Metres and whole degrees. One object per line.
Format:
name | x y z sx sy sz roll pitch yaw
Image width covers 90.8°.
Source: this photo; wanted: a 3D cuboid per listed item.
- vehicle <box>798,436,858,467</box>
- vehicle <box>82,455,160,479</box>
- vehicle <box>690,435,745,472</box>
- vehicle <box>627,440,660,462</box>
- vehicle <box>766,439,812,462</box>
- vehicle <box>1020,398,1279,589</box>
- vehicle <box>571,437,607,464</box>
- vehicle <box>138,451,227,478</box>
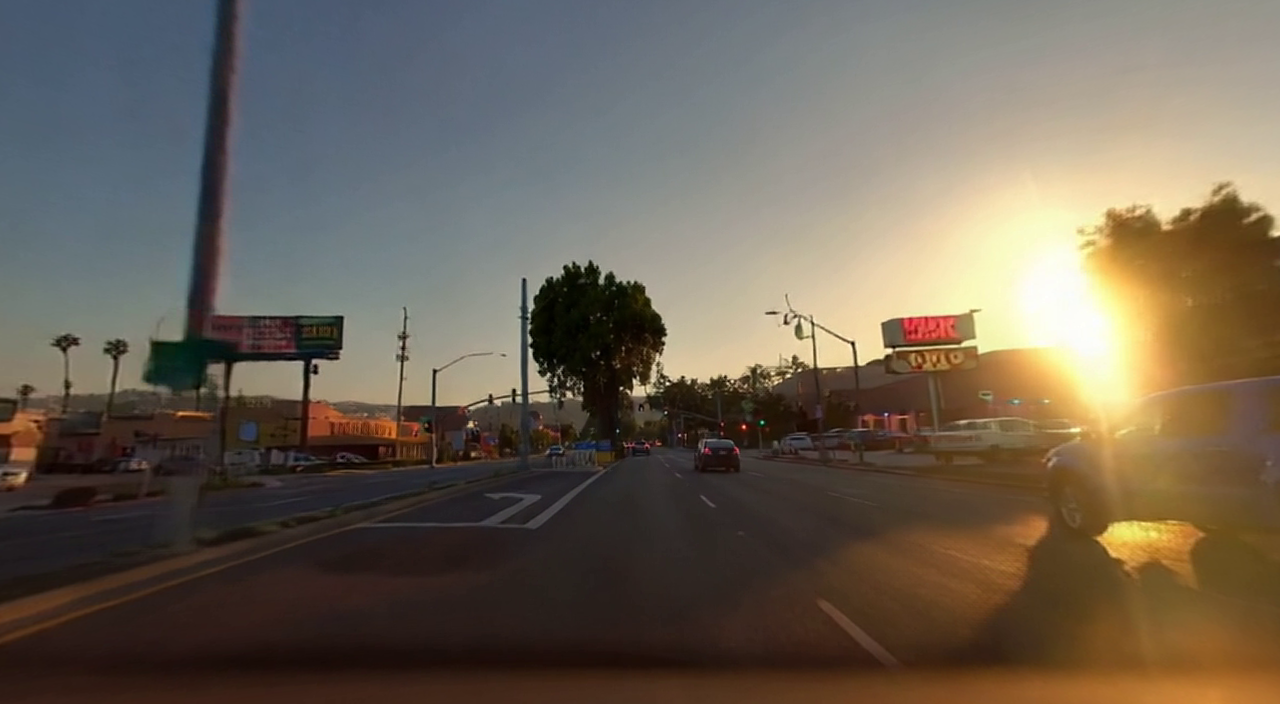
vehicle | 10.535 5.614 35.707 1.965 1.573 4.308 0 -9 -1
vehicle | -40.228 8.890 49.049 1.879 1.747 4.268 -8 -11 40
vehicle | 3.431 4.609 28.822 1.889 1.541 4.303 0 -9 -1
vehicle | 0.233 7.039 45.070 2.258 1.468 4.076 0 -9 0
vehicle | 10.510 6.984 45.011 1.957 1.500 4.816 0 -9 -2
vehicle | 6.520 1.329 6.274 2.140 1.606 5.437 -1 -9 0
vehicle | -3.451 6.814 43.725 2.117 1.751 4.478 -1 -9 0
vehicle | -35.708 8.751 49.398 5.329 1.893 2.122 7 -12 -42
